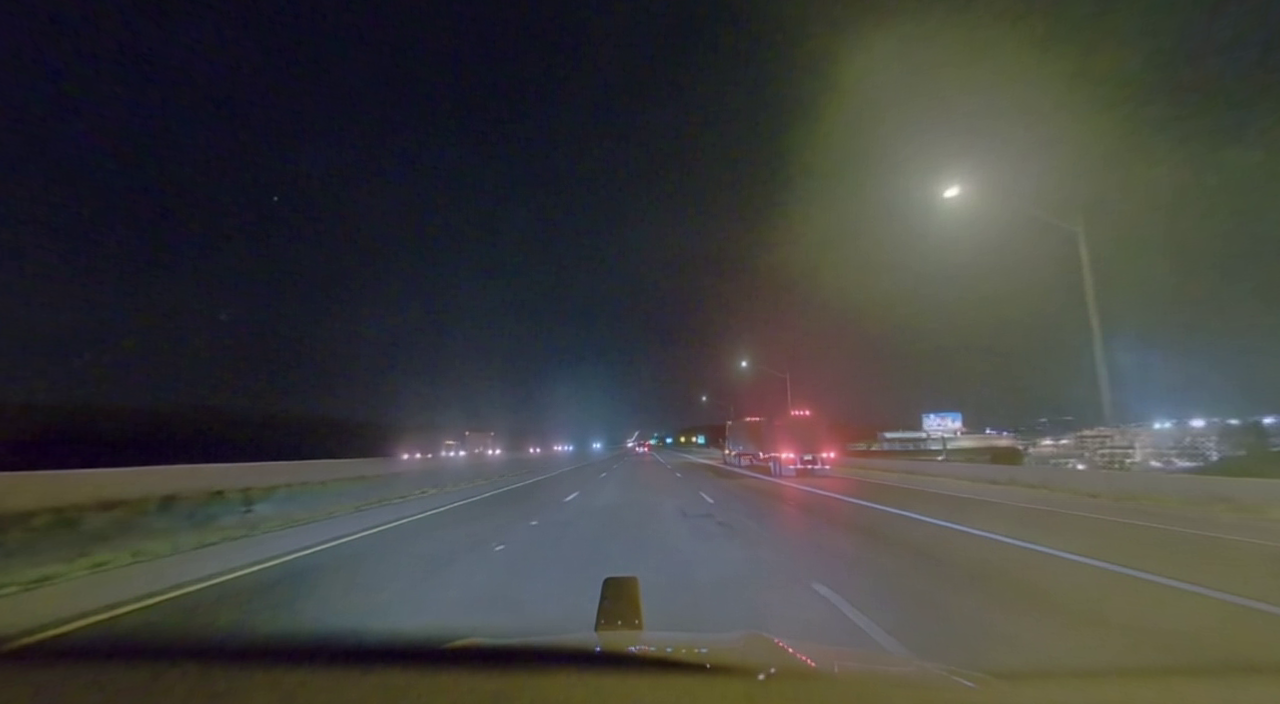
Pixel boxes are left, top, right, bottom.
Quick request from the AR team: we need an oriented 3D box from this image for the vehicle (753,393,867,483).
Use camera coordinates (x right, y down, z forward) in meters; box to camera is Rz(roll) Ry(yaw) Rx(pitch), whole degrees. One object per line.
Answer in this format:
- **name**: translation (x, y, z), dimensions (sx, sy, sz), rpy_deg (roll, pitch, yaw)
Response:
- **vehicle**: translation (6.835, 3.678, 26.759), dimensions (2.793, 3.204, 7.997), rpy_deg (0, -8, 2)
